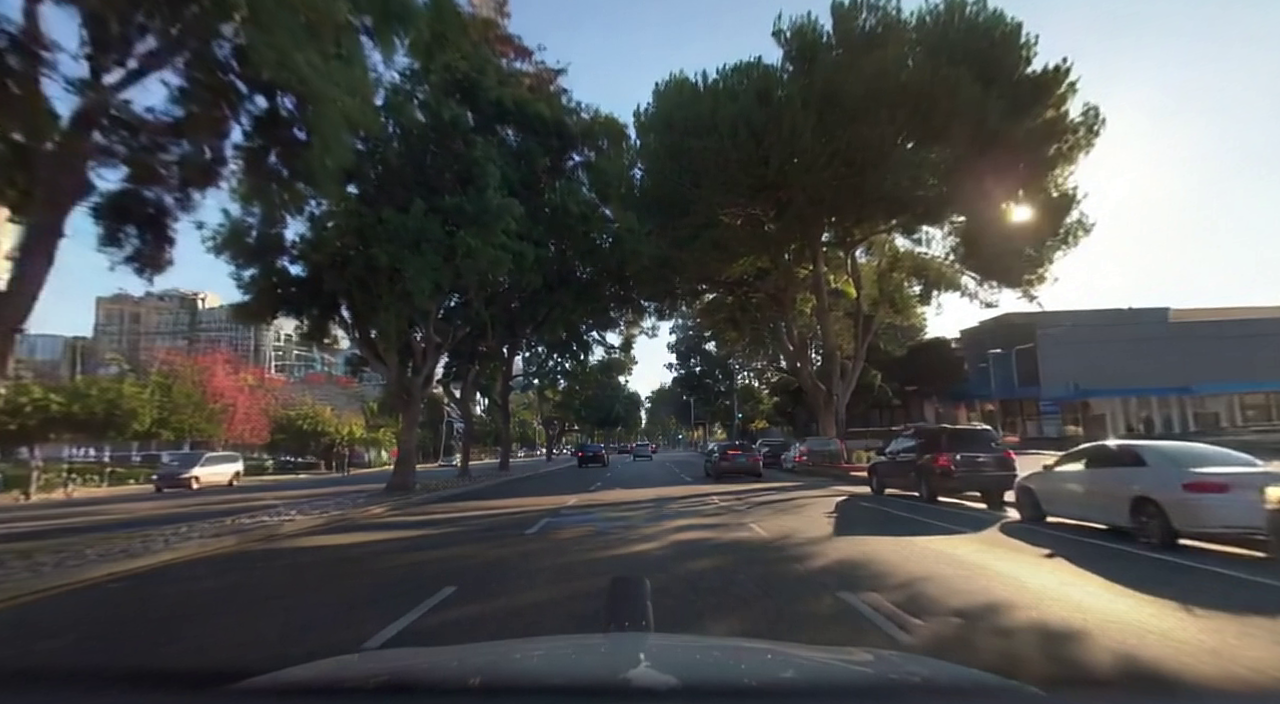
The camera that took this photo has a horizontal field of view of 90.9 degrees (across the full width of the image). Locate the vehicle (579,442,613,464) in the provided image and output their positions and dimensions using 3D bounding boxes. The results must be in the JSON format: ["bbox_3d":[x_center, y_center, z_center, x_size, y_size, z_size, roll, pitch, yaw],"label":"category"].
[{"bbox_3d":[-3.108,7.278,45.600,2.082,1.467,4.379,0,-8,1],"label":"vehicle"}]

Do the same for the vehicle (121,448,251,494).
[{"bbox_3d":[-19.030,4.977,26.762,2.022,1.735,4.695,0,-8,0],"label":"vehicle"}]

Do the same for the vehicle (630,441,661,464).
[{"bbox_3d":[0.377,7.116,44.785,2.101,1.480,3.929,0,-8,0],"label":"vehicle"}]

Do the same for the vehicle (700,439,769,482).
[{"bbox_3d":[3.556,4.171,24.546,1.990,1.486,4.431,0,-8,0],"label":"vehicle"}]

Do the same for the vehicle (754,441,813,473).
[{"bbox_3d":[7.262,5.360,32.382,1.937,1.475,4.682,0,-8,0],"label":"vehicle"}]

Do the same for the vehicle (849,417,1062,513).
[{"bbox_3d":[7.044,2.609,15.103,2.087,1.823,5.906,0,-8,1],"label":"vehicle"}]

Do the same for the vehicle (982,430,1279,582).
[{"bbox_3d":[6.859,1.852,8.548,1.837,1.463,4.651,0,-8,0],"label":"vehicle"}]
